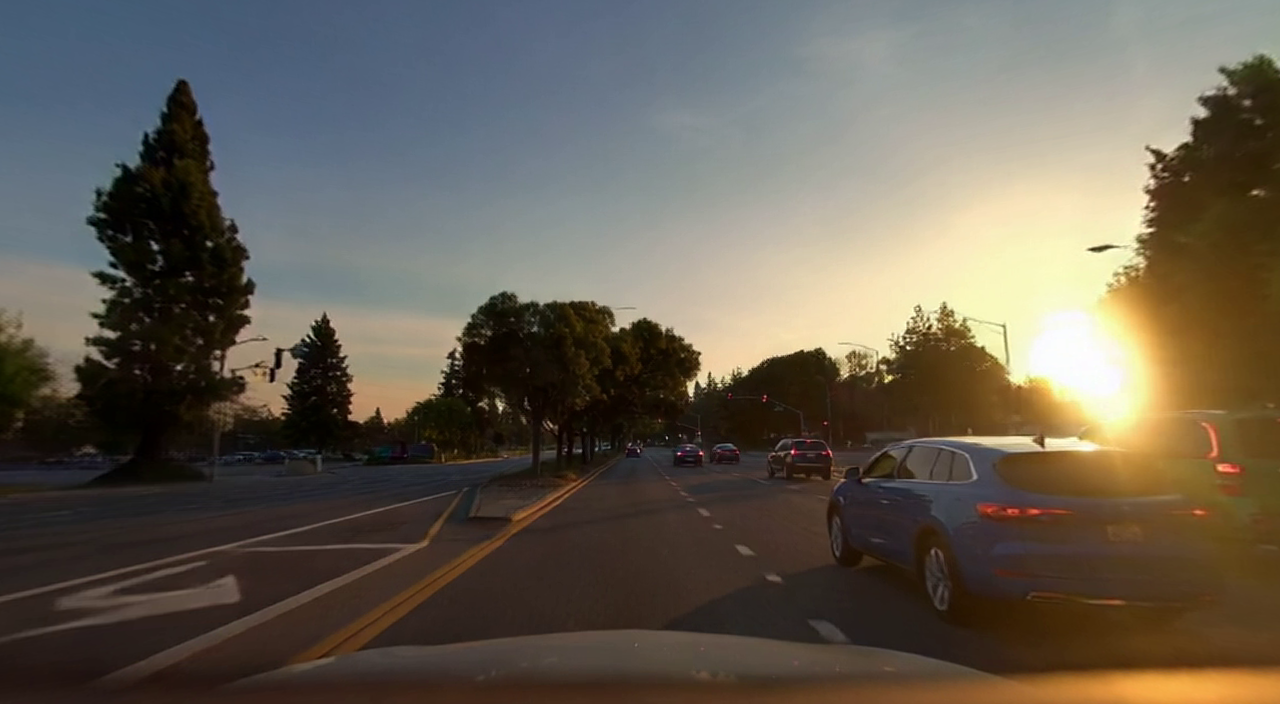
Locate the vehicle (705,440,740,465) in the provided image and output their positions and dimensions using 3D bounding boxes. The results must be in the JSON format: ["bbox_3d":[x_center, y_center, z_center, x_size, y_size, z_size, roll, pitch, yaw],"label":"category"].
[{"bbox_3d":[6.291,7.691,48.331,1.919,1.774,4.720,0,-8,-1],"label":"vehicle"}]

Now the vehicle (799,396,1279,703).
[{"bbox_3d":[3.078,1.363,5.564,1.932,1.547,4.992,0,-8,-1],"label":"vehicle"}]

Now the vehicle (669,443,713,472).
[{"bbox_3d":[2.655,5.628,33.807,1.980,1.484,4.093,0,-8,-1],"label":"vehicle"}]
